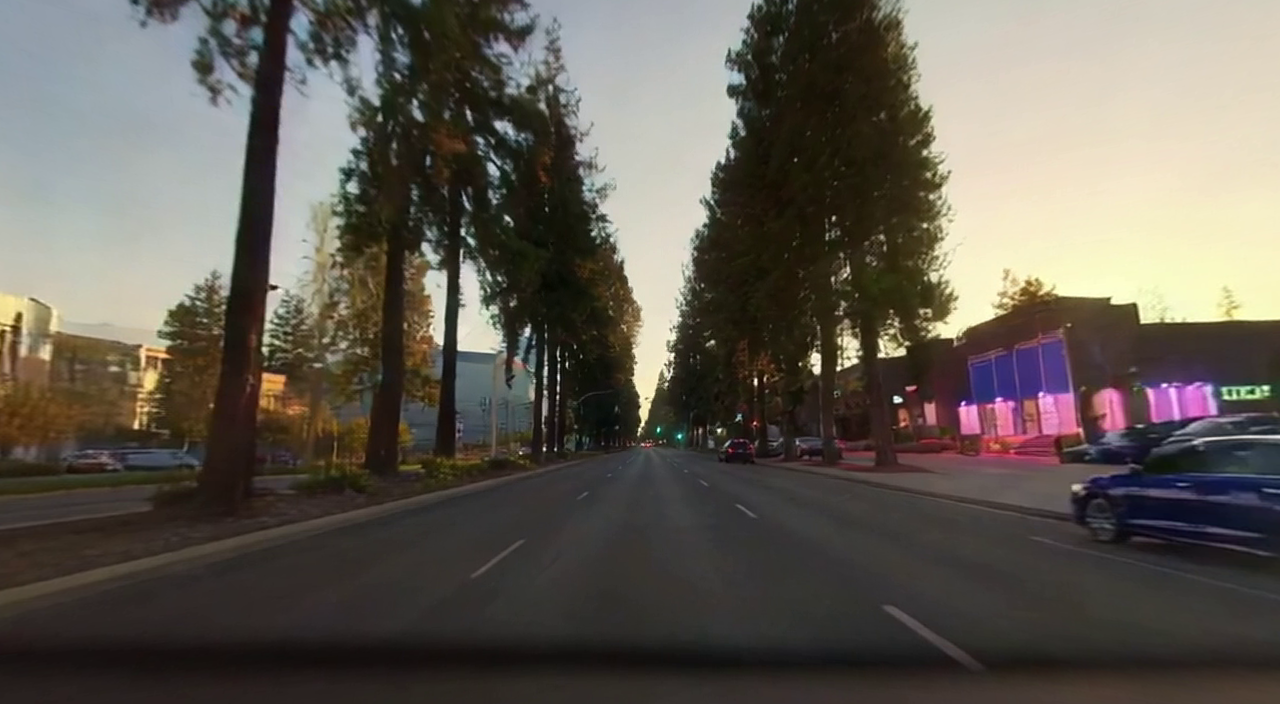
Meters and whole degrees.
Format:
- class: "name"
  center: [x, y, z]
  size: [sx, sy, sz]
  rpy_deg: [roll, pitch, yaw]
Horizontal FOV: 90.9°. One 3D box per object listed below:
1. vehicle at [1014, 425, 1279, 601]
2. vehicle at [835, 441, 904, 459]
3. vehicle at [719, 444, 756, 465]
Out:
- class: "vehicle"
  center: [6.970, 1.718, 7.444]
  size: [2.122, 1.602, 4.928]
  rpy_deg: [0, -8, 1]
- class: "vehicle"
  center: [16.703, 7.157, 45.966]
  size: [4.272, 1.227, 1.926]
  rpy_deg: [-1, -8, 0]
- class: "vehicle"
  center: [7.284, 7.661, 47.328]
  size: [2.054, 1.530, 4.478]
  rpy_deg: [0, -8, 0]
